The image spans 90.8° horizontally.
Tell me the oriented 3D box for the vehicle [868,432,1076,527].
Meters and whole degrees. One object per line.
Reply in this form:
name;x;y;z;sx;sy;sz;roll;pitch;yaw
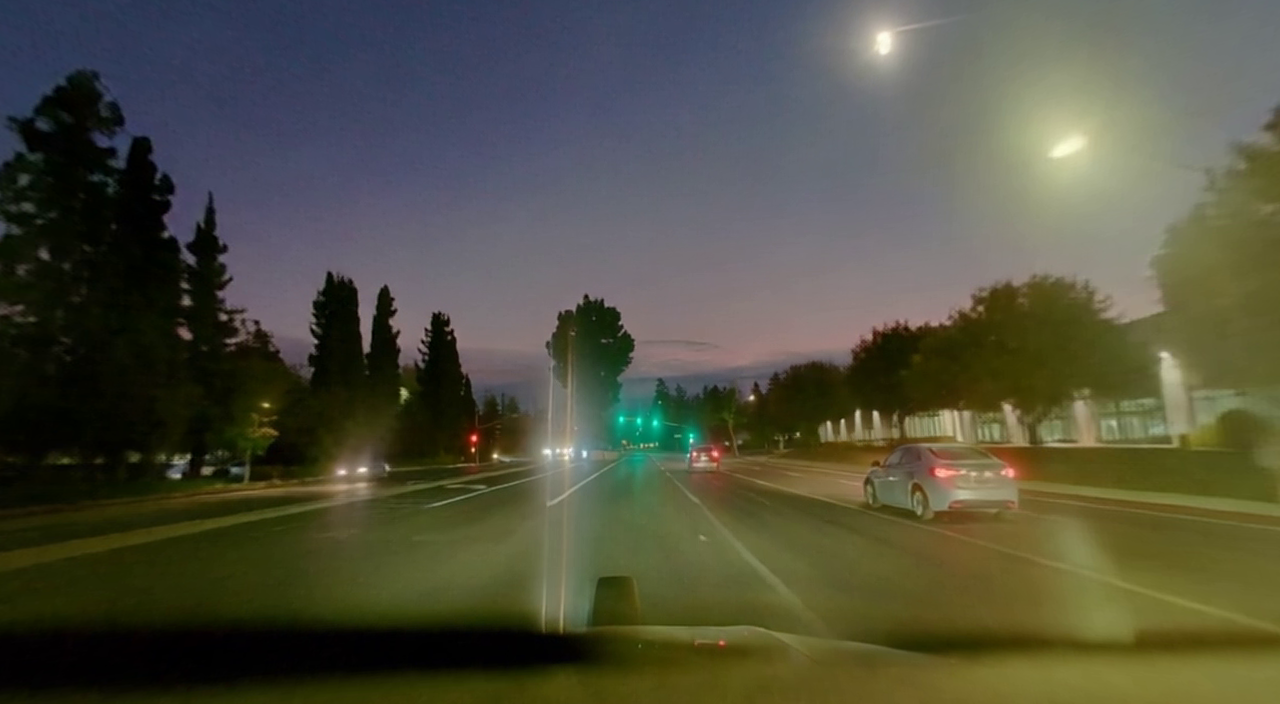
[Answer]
vehicle;6.553;2.546;13.162;2.000;1.618;4.238;0;-9;0

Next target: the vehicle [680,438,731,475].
vehicle;3.329;5.470;33.196;2.095;1.759;4.862;0;-9;-1

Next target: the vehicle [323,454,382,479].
vehicle;-20.612;8.230;45.584;1.950;1.604;4.756;0;-9;1
